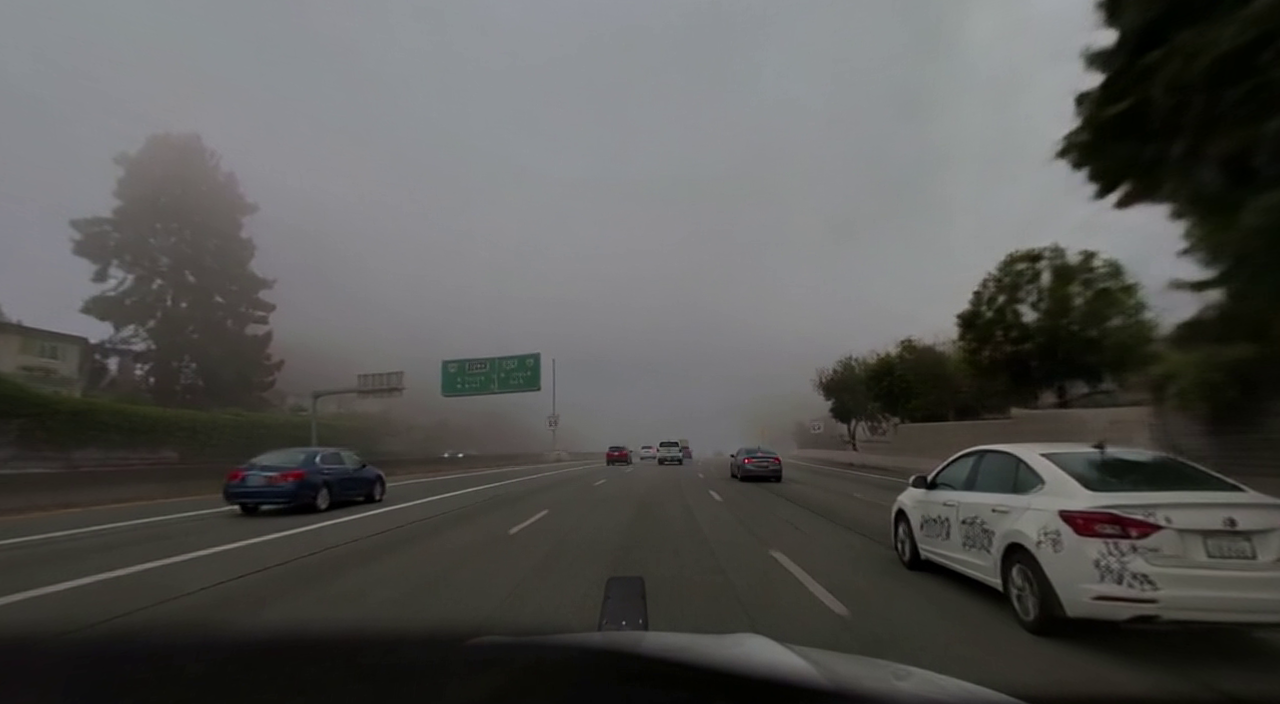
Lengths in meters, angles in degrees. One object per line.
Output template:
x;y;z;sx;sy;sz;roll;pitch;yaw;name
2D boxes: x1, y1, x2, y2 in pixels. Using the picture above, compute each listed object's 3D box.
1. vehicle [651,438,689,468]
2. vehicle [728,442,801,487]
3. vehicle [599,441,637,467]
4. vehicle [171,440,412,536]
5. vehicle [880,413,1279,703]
1.837;6.168;38.704;2.183;1.764;4.134;0;-8;3;vehicle
4.388;4.001;22.776;1.854;1.438;3.954;0;-8;1;vehicle
-1.468;7.109;44.210;2.070;1.740;4.678;-1;-8;6;vehicle
-6.395;2.495;12.342;2.050;1.507;4.375;0;-8;3;vehicle
3.691;1.354;5.065;1.912;1.509;4.291;0;-8;1;vehicle
